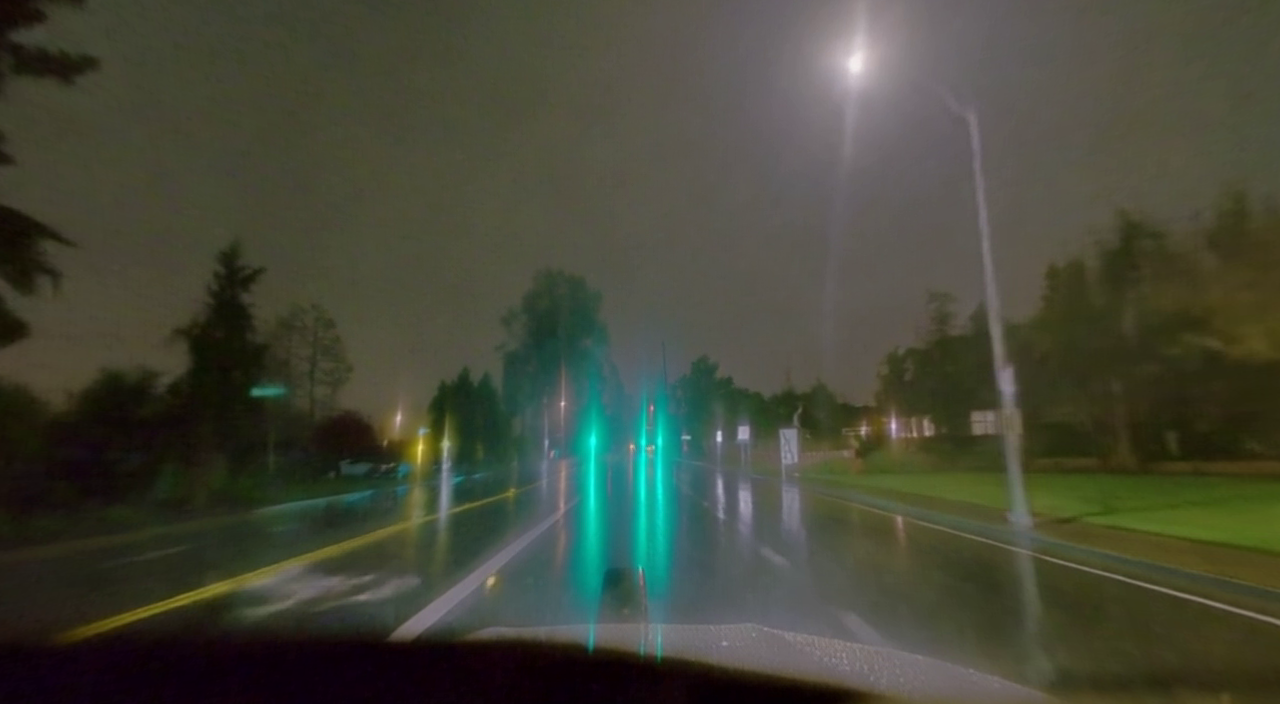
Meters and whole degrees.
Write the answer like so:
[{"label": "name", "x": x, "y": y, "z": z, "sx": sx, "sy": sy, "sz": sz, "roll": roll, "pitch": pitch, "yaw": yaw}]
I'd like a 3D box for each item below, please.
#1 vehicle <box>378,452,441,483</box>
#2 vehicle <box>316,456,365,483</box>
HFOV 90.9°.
[{"label": "vehicle", "x": -14.180, "y": 7.102, "z": 39.035, "sx": 2.199, "sy": 1.592, "sz": 4.492, "roll": -4, "pitch": -8, "yaw": 1}, {"label": "vehicle", "x": -19.205, "y": 7.512, "z": 40.534, "sx": 2.012, "sy": 1.572, "sz": 3.830, "roll": 1, "pitch": -9, "yaw": -13}]
